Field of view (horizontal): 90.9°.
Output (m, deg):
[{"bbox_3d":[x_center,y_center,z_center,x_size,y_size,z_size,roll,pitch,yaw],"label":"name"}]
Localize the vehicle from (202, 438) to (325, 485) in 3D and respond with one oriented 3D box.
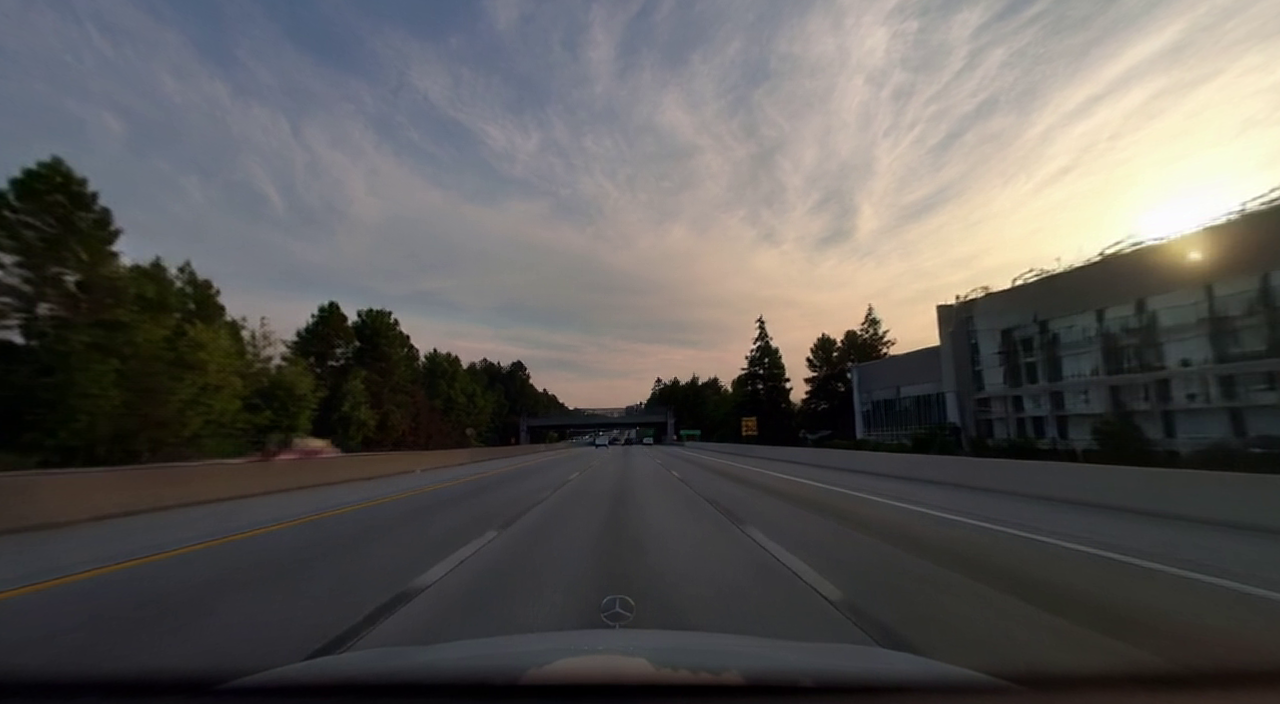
[{"bbox_3d":[-13.124,3.810,22.314,1.835,1.477,4.190,0,-8,-1],"label":"vehicle"}]
